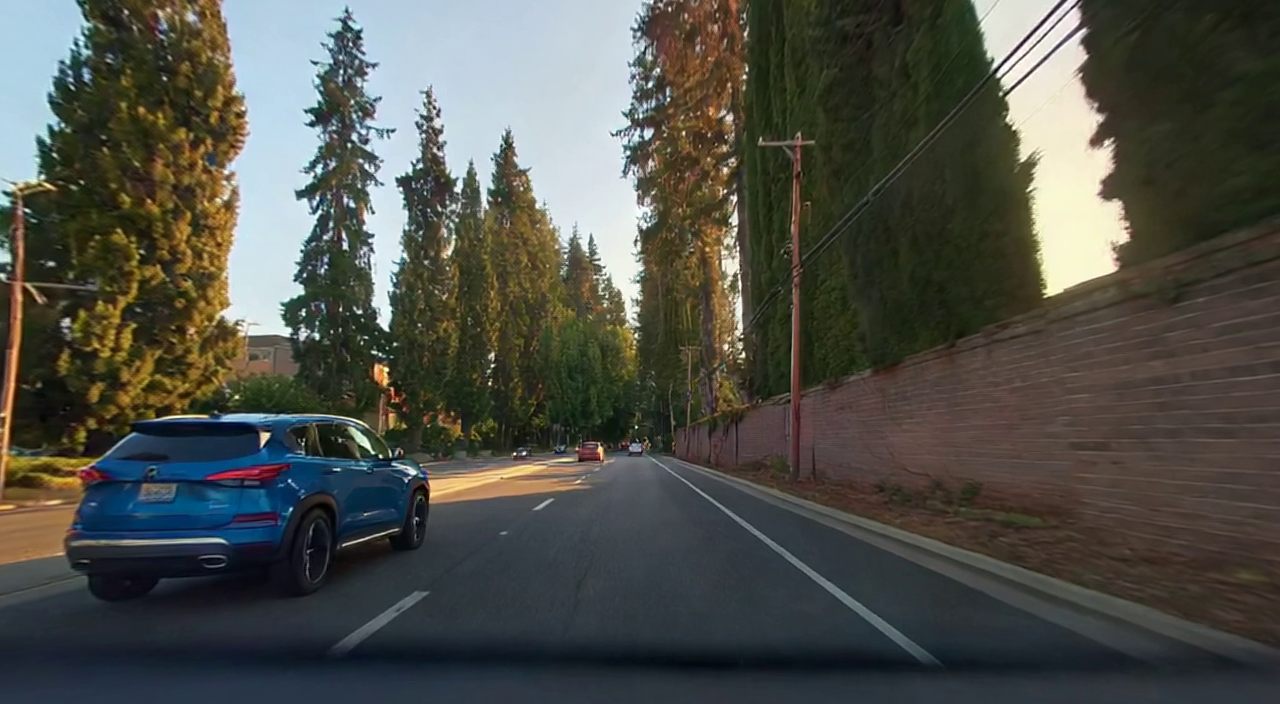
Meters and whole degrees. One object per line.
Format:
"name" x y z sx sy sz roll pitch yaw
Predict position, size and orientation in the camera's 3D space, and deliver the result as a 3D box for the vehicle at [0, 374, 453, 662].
"vehicle" -3.606 1.320 6.145 2.147 1.730 4.555 0 -8 0
